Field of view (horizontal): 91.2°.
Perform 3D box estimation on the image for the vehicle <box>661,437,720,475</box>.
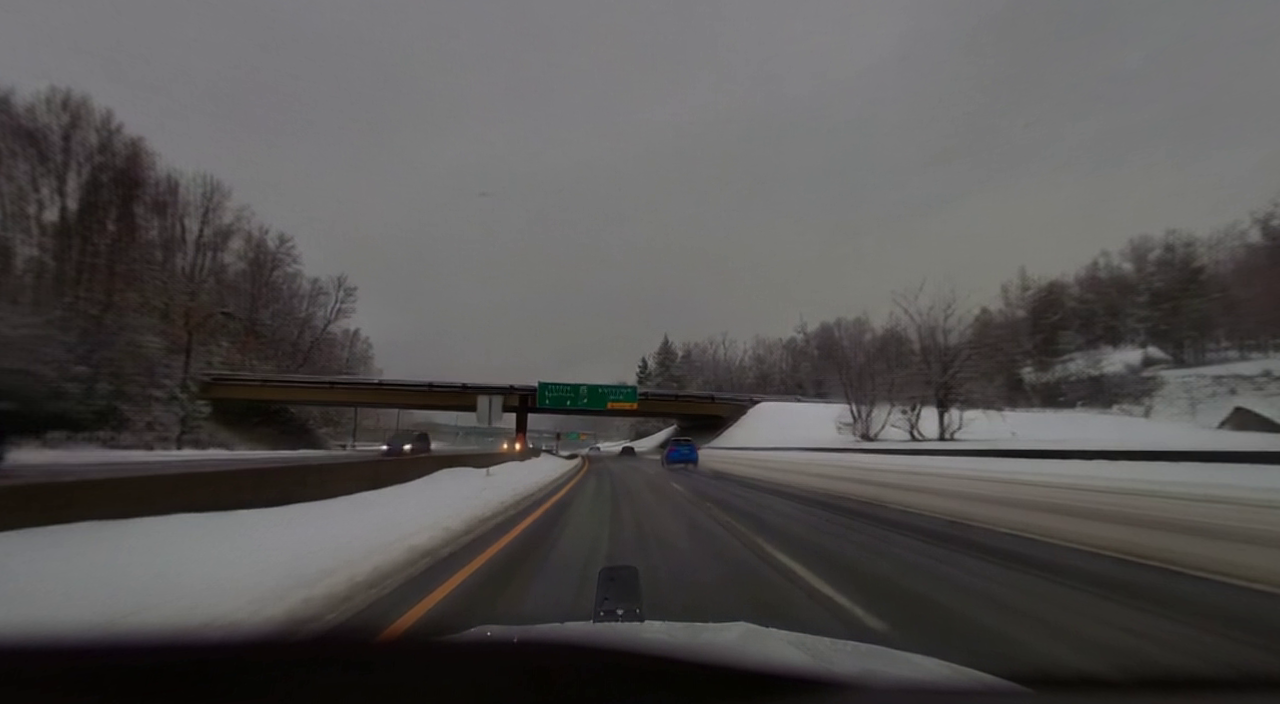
[{"bbox_3d":[2.307,4.978,30.072,2.337,1.633,4.222,0,-9,-2],"label":"vehicle"}]
